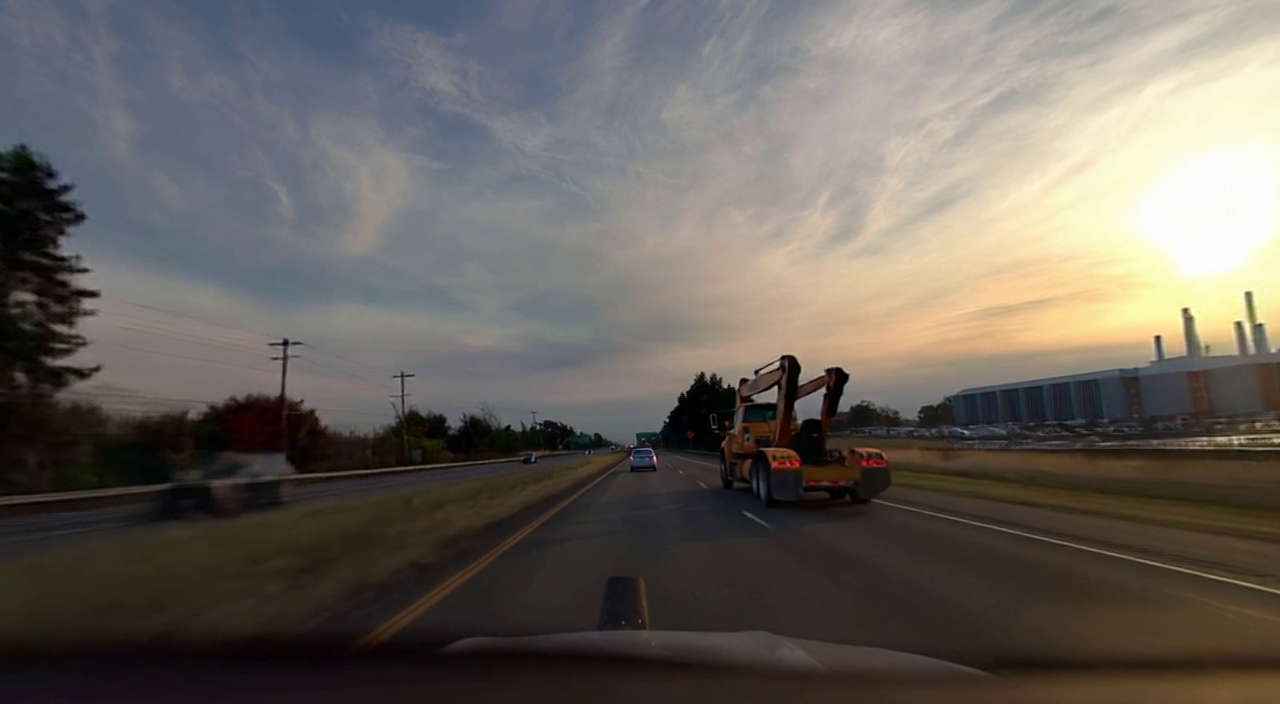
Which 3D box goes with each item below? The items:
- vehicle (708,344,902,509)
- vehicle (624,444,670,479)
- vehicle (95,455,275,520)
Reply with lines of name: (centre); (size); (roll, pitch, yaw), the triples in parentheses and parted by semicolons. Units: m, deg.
vehicle: (3.986, 2.198, 17.677); (3.089, 3.568, 8.101); (0, -9, -1)
vehicle: (0.290, 5.160, 29.884); (2.045, 1.527, 4.023); (0, -9, 0)
vehicle: (-12.239, 3.622, 17.350); (1.947, 1.500, 3.999); (0, -9, 0)
